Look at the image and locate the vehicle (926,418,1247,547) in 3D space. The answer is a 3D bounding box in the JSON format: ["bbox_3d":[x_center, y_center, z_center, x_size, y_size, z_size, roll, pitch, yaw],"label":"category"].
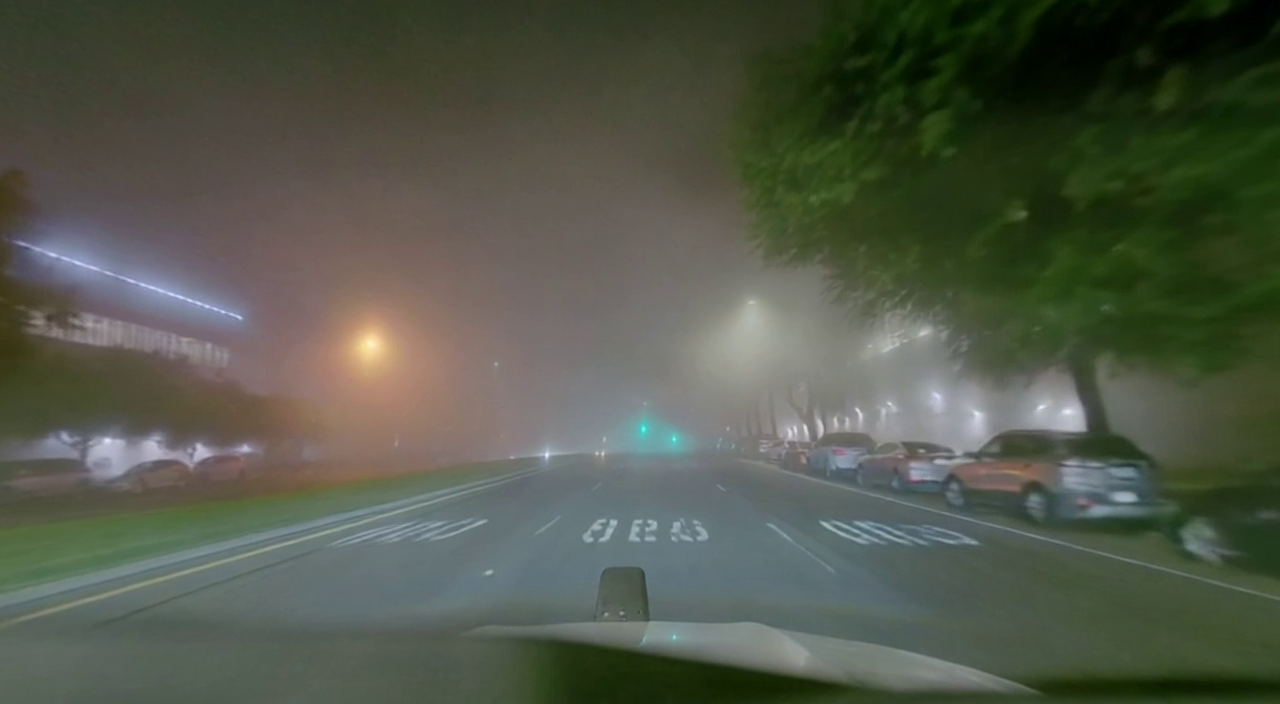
[{"bbox_3d":[7.091,2.110,10.968,1.963,1.701,5.028,0,-8,1],"label":"vehicle"}]

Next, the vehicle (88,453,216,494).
[{"bbox_3d":[-21.779,5.420,28.480,1.827,1.518,4.870,-3,-8,2],"label":"vehicle"}]

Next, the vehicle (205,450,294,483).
[{"bbox_3d":[-21.633,6.328,35.169,1.936,1.538,4.777,-4,-8,0],"label":"vehicle"}]

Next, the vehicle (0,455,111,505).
[{"bbox_3d":[-22.080,4.645,22.897,1.990,1.525,4.387,-7,-9,1],"label":"vehicle"}]

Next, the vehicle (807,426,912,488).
[{"bbox_3d":[7.380,3.592,21.801,1.974,1.876,4.842,-1,-8,2],"label":"vehicle"}]

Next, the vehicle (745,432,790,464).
[{"bbox_3d":[7.891,5.998,39.441,1.908,1.833,4.711,0,-8,1],"label":"vehicle"}]

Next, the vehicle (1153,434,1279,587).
[{"bbox_3d":[7.124,1.417,5.319,1.788,1.475,4.493,0,-8,0],"label":"vehicle"}]
